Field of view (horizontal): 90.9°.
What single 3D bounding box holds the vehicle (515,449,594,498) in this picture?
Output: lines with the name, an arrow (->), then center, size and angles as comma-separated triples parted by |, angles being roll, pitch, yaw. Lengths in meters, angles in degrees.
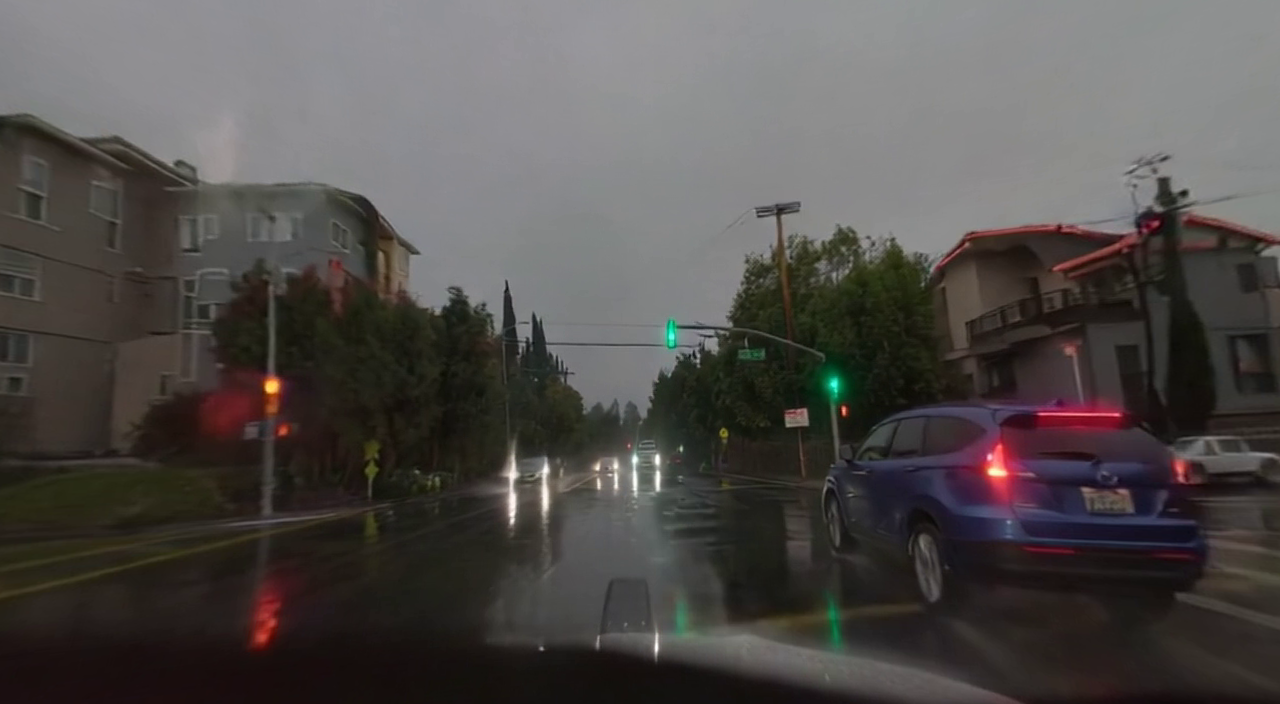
vehicle -> -2.852, 4.168, 22.102 | 2.170, 1.513, 4.270 | 0, -8, 0

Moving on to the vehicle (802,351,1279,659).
vehicle -> 3.303, 1.279, 6.316 | 2.130, 1.863, 4.844 | 0, -8, 1

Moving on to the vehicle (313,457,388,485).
vehicle -> -20.064, 8.269, 43.807 | 4.134, 1.655, 2.225 | -1, -6, -2

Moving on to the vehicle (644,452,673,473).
vehicle -> 1.333, 8.208, 47.030 | 2.097, 1.463, 4.043 | 0, -8, 0
